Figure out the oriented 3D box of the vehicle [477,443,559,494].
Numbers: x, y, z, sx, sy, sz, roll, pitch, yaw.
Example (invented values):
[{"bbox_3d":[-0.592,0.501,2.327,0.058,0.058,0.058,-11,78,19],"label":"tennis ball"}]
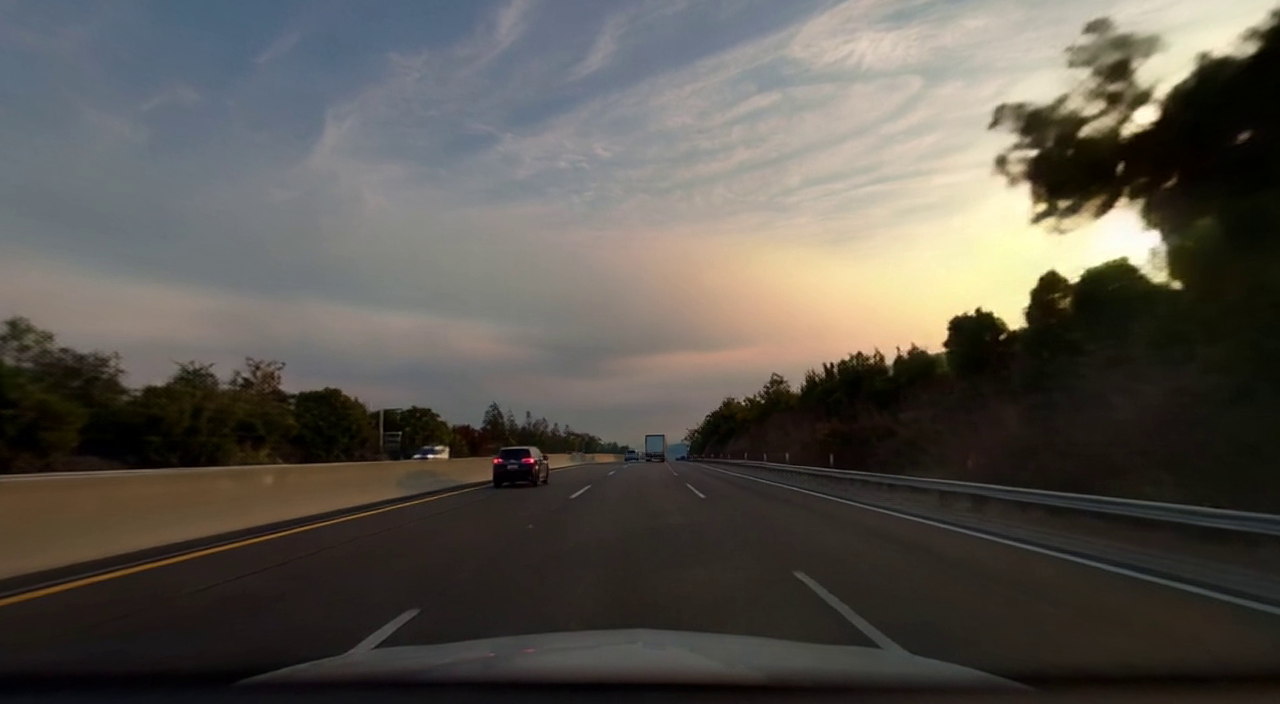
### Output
[{"bbox_3d":[-4.166,4.048,22.276,2.035,1.595,4.022,0,-9,1],"label":"vehicle"}]
